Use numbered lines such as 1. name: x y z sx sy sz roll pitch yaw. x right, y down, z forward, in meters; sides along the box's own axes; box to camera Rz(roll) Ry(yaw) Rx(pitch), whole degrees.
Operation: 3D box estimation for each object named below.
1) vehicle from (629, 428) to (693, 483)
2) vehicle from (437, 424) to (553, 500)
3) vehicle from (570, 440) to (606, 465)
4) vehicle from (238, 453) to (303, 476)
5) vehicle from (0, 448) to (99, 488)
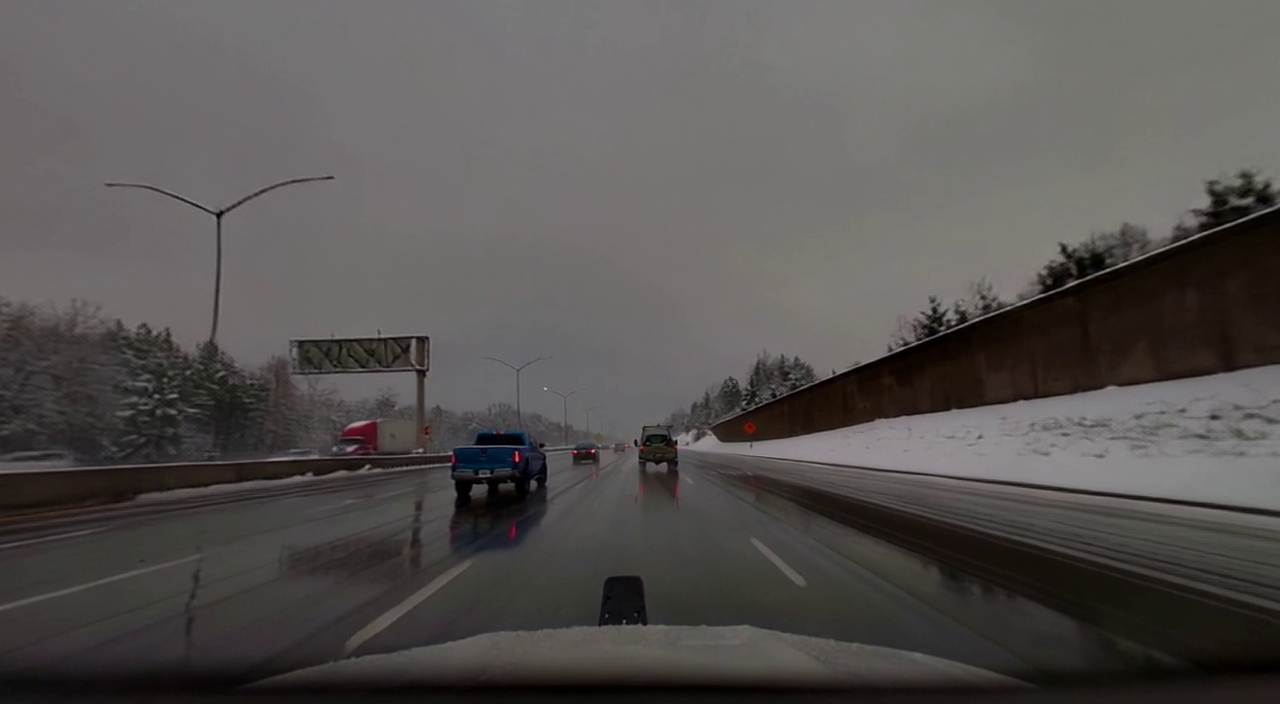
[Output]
1. vehicle: 0.740 3.771 23.222 2.083 1.792 4.782 0 -9 1
2. vehicle: -3.796 3.007 17.616 1.954 1.792 5.187 0 -9 1
3. vehicle: -3.497 6.869 43.398 1.961 1.591 4.756 0 -8 1
4. vehicle: -24.408 7.409 41.779 1.840 1.373 3.920 0 -9 2
5. vehicle: -28.257 5.242 28.726 2.174 1.678 5.678 0 -8 1
